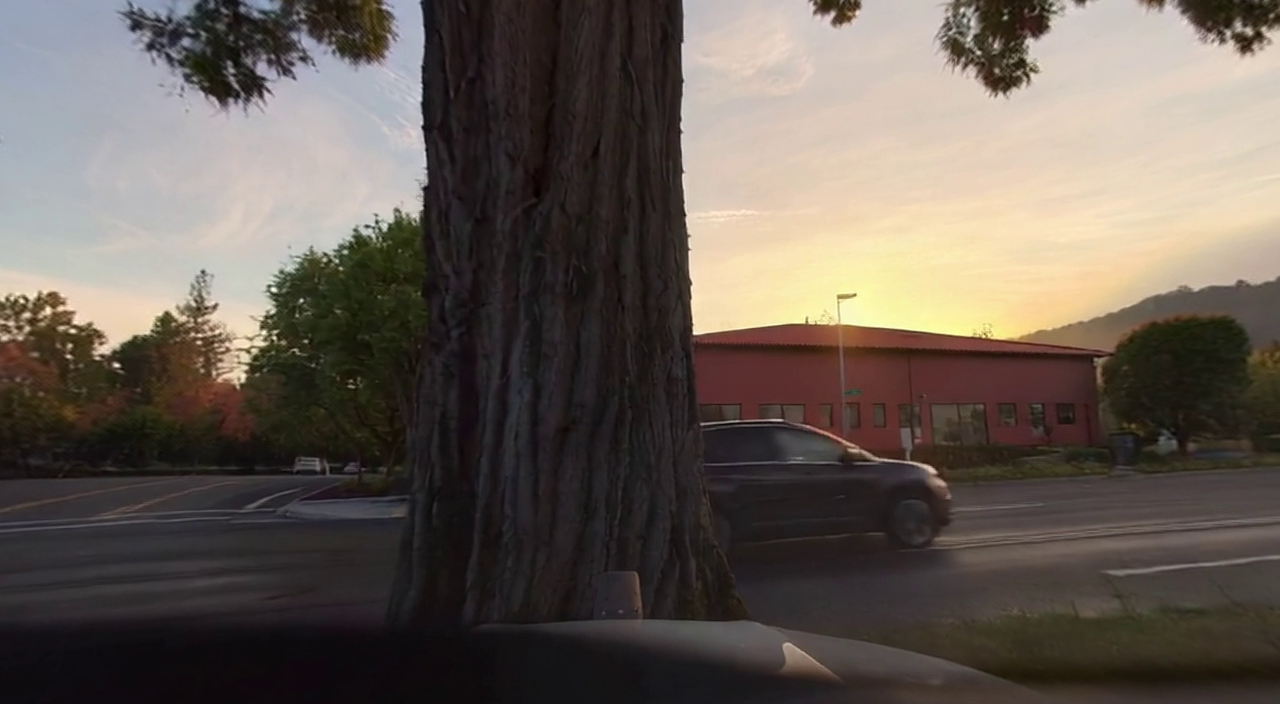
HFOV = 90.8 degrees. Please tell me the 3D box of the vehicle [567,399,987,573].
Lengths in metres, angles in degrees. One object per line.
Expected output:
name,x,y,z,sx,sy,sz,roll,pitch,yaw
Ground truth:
vehicle,1.562,1.563,7.989,4.557,1.677,2.337,2,-9,-17
